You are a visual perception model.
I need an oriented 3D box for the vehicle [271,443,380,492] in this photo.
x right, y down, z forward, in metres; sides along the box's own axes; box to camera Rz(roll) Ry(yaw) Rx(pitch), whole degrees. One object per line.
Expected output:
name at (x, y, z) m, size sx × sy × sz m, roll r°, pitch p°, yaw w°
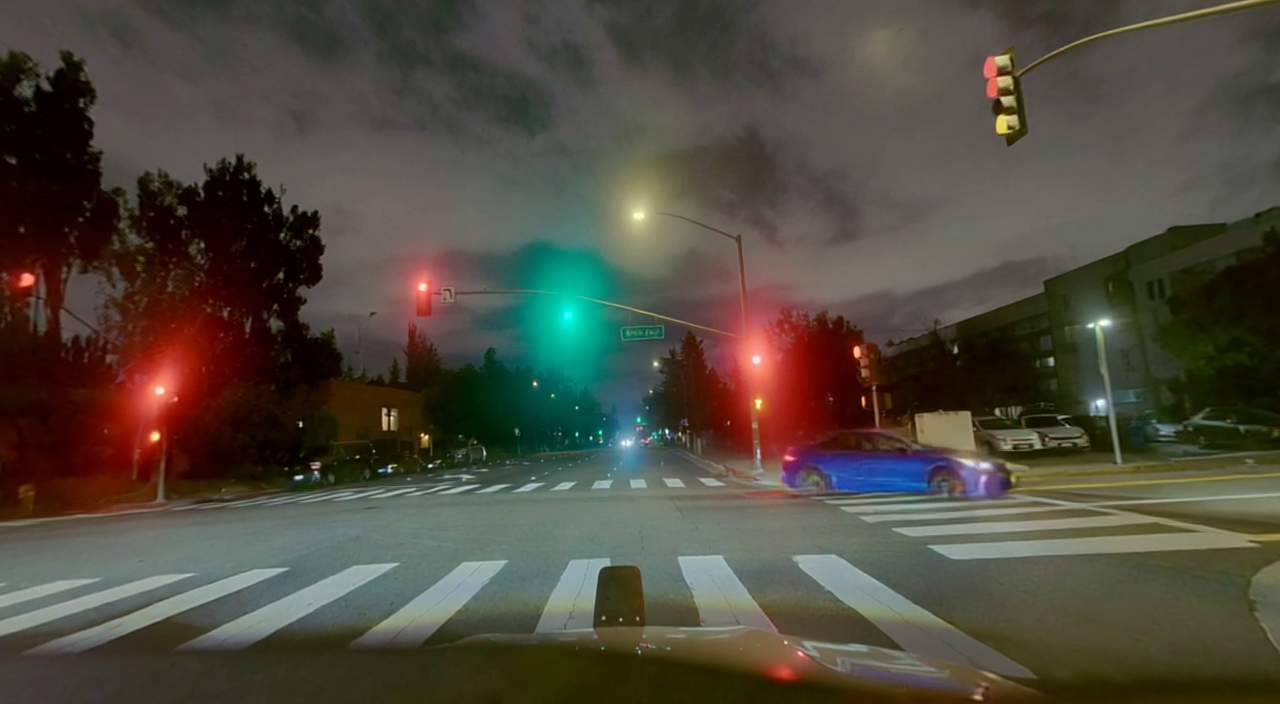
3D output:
vehicle at (-13.770, 5.062, 28.073) m, size 2.306 × 1.957 × 4.968 m, roll 0°, pitch -9°, yaw -1°

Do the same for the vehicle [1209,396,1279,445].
vehicle at (25.862, 2.977, 26.644) m, size 2.098 × 1.857 × 4.861 m, roll -6°, pitch -11°, yaw 35°

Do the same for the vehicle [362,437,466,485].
vehicle at (-10.142, 4.931, 28.999) m, size 2.664 × 1.940 × 5.702 m, roll 0°, pitch -9°, yaw 0°

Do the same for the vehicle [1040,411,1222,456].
vehicle at (16.943, 2.903, 22.114) m, size 4.560 × 1.453 × 1.851 m, roll -3°, pitch -9°, yaw 18°

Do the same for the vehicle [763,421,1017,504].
vehicle at (5.156, 2.276, 13.288) m, size 4.592 × 1.470 × 2.071 m, roll -5°, pitch -10°, yaw 28°
